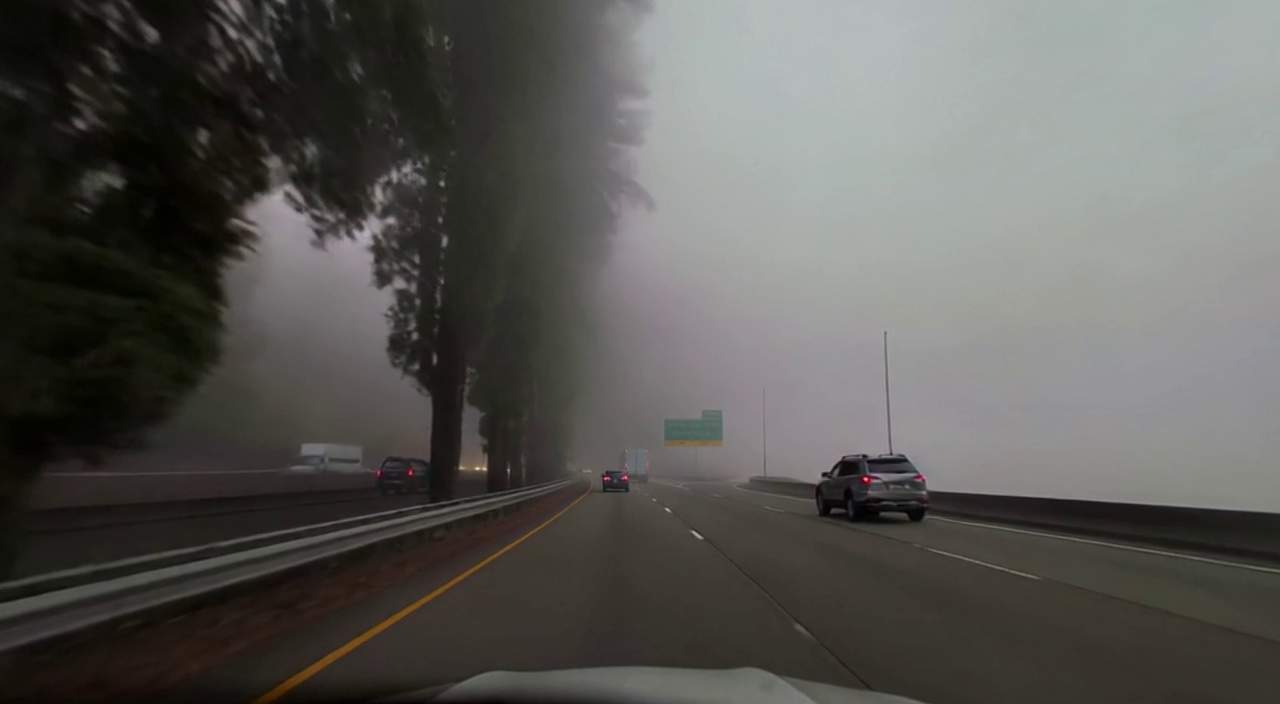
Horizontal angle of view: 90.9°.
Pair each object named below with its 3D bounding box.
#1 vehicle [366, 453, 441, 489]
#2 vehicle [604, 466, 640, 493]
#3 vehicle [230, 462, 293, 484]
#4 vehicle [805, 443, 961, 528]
[{"bbox_3d":[-11.784,5.987,31.787,1.952,1.618,4.859,1,-10,-1],"label":"vehicle"},{"bbox_3d":[-1.103,7.560,37.521,1.987,1.467,3.903,1,-10,-2],"label":"vehicle"},{"bbox_3d":[-27.453,8.802,45.850,1.882,1.504,4.527,1,-10,-3],"label":"vehicle"},{"bbox_3d":[5.829,3.293,15.870,1.998,1.776,4.663,1,-10,-1],"label":"vehicle"}]
